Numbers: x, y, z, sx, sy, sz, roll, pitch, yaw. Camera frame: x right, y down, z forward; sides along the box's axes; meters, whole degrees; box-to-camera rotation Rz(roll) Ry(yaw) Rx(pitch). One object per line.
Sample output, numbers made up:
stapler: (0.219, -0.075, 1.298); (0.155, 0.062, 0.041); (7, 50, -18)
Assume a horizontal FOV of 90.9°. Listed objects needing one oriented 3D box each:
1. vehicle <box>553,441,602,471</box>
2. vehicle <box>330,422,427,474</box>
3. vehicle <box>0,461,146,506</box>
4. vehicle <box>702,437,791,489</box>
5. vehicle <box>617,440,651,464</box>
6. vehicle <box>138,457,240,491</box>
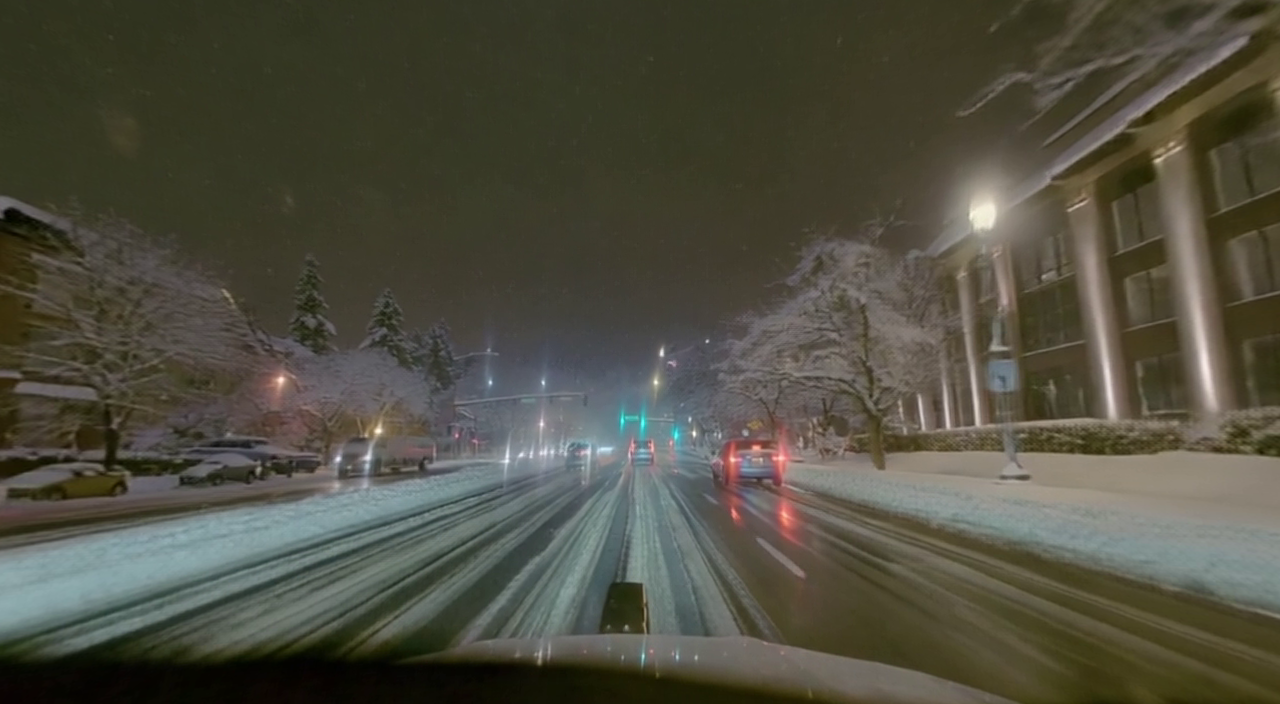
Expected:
vehicle: (-3.182, 5.420, 33.163); (2.082, 1.467, 4.379); (0, -8, 1)
vehicle: (-19.001, 7.061, 46.630); (2.995, 3.396, 9.534); (0, -8, 0)
vehicle: (-22.622, 5.179, 25.222); (1.801, 1.467, 4.723); (0, -8, 0)
vehicle: (3.314, 3.536, 20.500); (1.990, 1.486, 4.431); (0, -8, -2)
vehicle: (-0.376, 6.472, 40.855); (2.101, 1.480, 3.929); (0, -8, 0)
vehicle: (-22.562, 6.099, 31.775); (1.871, 1.471, 4.482); (0, -8, 0)
